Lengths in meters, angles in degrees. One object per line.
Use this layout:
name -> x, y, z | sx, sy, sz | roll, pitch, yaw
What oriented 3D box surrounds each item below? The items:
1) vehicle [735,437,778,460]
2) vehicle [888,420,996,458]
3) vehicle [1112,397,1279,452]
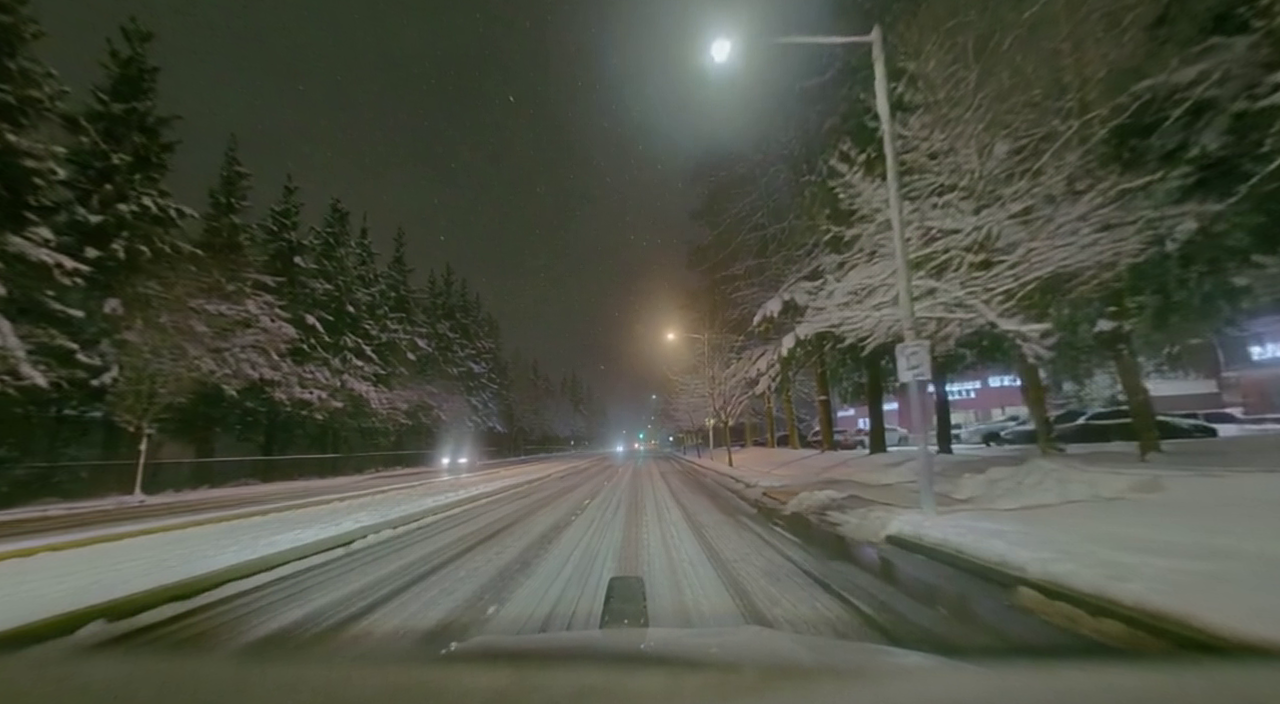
vehicle -> 8.304, 6.929, 45.328 | 2.056, 1.449, 4.679 | -1, -8, -2
vehicle -> 14.816, 4.312, 30.974 | 4.387, 1.532, 1.930 | -9, -12, 34
vehicle -> 19.905, 2.631, 22.480 | 4.419, 1.603, 1.930 | -7, -10, 23
